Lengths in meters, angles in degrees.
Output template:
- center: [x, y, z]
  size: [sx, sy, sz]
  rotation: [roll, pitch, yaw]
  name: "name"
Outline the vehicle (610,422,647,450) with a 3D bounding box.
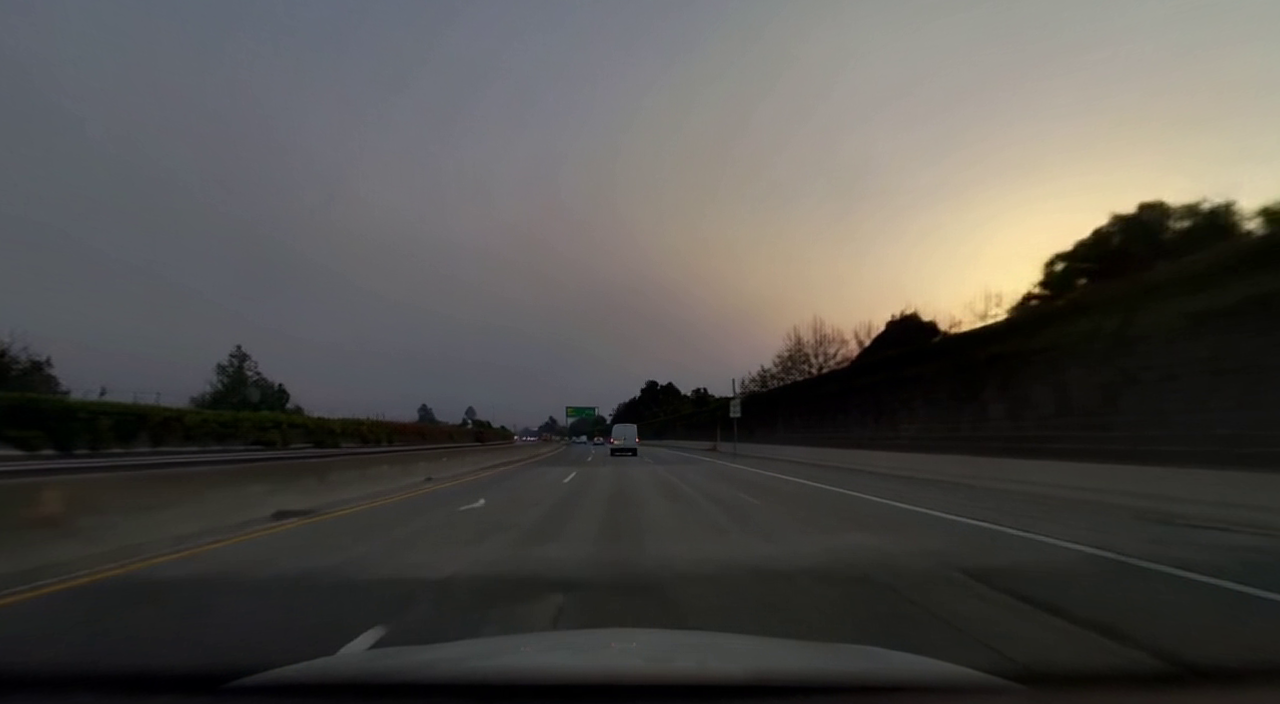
- center: [-0.773, 5.269, 39.520]
  size: [2.157, 1.647, 4.524]
  rotation: [0, -8, -3]
  name: "vehicle"
